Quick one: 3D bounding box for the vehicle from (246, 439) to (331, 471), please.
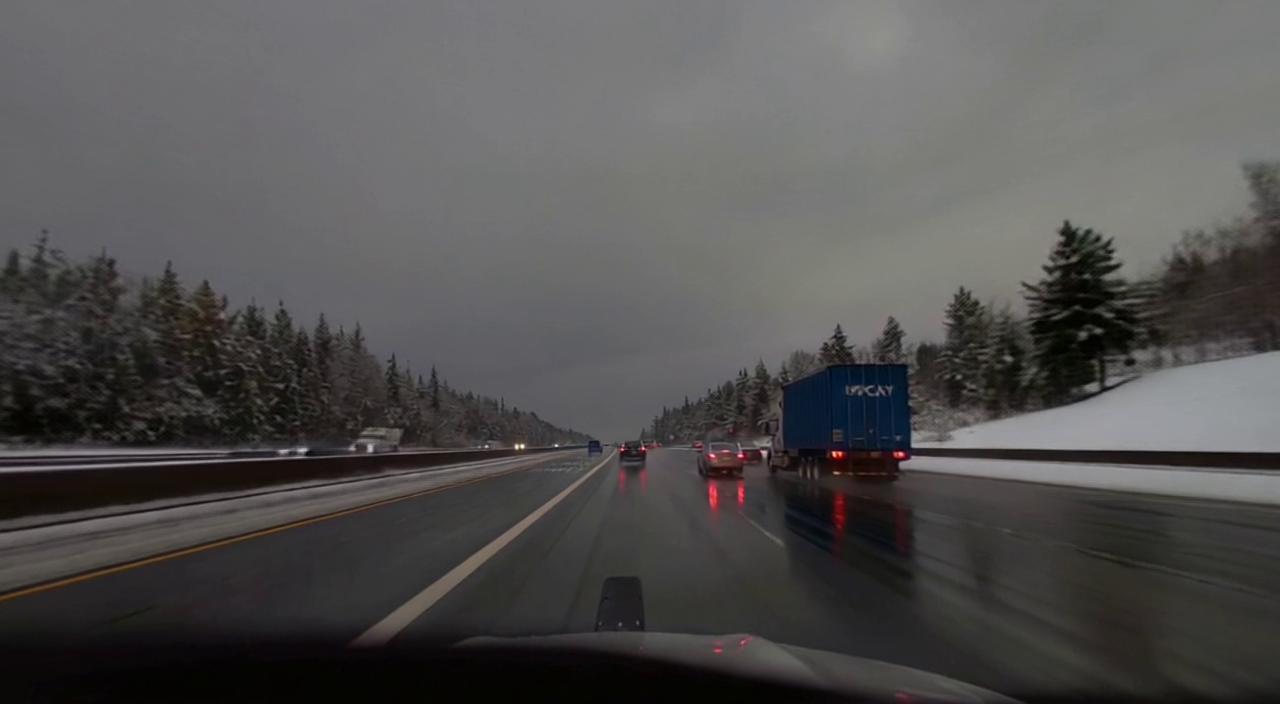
[{"bbox_3d":[-17.807,5.229,32.281,1.835,1.470,4.460,0,-9,-1],"label":"vehicle"}]

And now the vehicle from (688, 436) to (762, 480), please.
[{"bbox_3d":[3.110,4.006,24.156,1.993,1.504,4.781,0,-9,-2],"label":"vehicle"}]

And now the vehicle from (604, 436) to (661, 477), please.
[{"bbox_3d":[-0.330,4.110,25.044,2.098,1.475,3.997,0,-9,-2],"label":"vehicle"}]

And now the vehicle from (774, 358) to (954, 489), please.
[{"bbox_3d":[7.225,2.635,22.139,2.799,3.655,8.627,0,-9,-2],"label":"vehicle"}]
